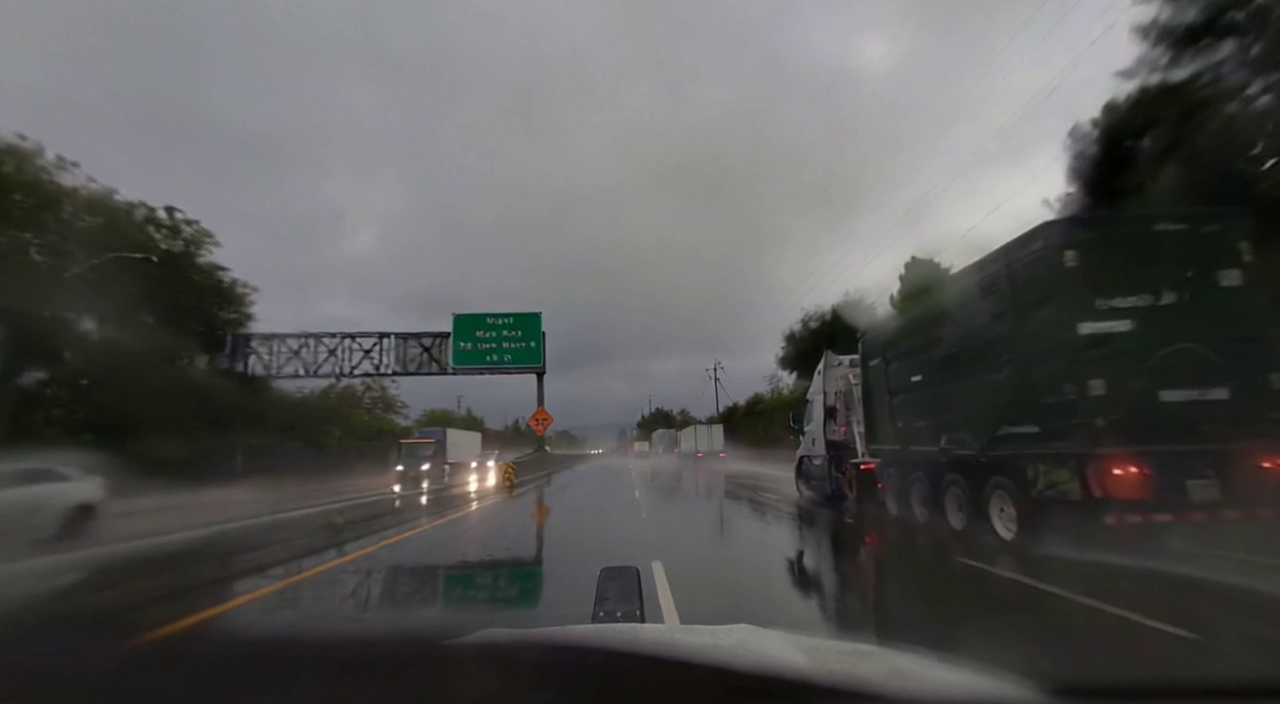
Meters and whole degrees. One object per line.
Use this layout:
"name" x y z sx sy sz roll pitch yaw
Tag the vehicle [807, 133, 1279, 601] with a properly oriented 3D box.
"vehicle" 5.550 0.690 9.860 2.869 4.048 8.895 0 -9 -3
